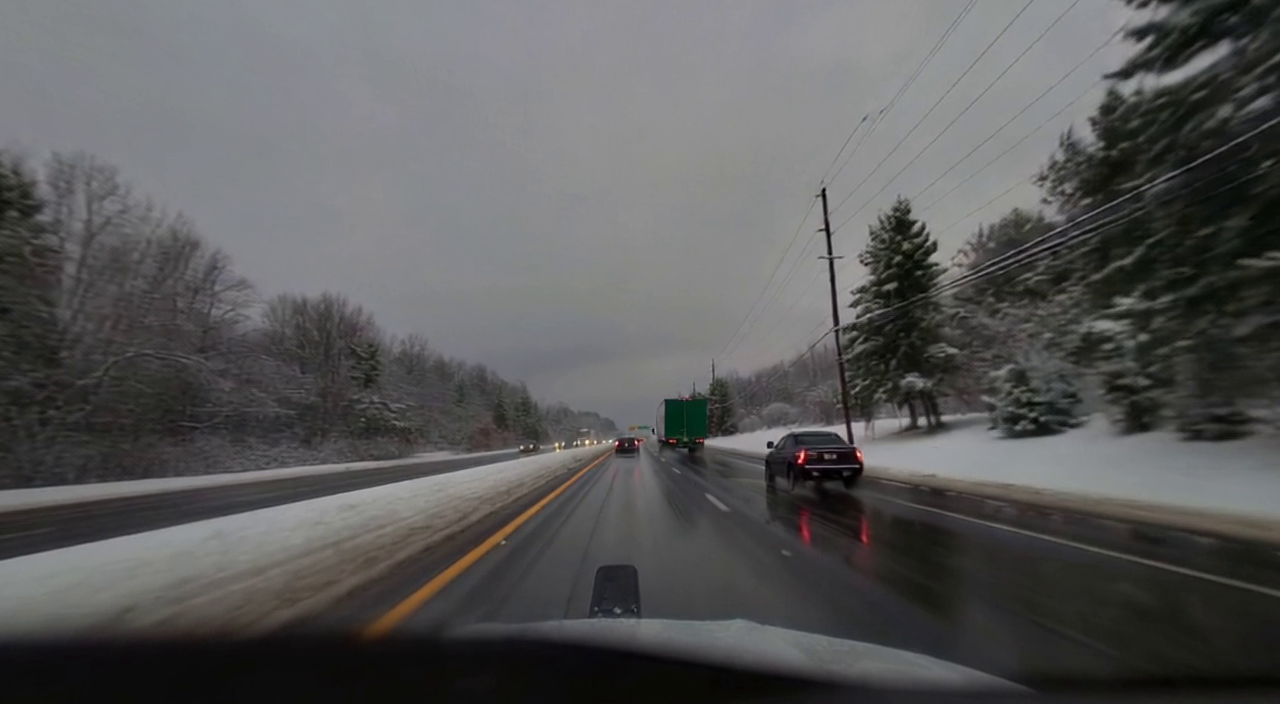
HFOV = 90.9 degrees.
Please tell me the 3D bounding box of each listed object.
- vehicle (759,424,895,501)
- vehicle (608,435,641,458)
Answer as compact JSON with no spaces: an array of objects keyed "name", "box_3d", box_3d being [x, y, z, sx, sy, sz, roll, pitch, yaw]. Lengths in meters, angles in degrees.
[{"name":"vehicle","box_3d":[4.241,2.548,15.016,1.930,1.573,3.853,0,-8,-2]},{"name":"vehicle","box_3d":[-1.019,6.354,42.490,2.163,1.466,3.693,0,-8,-1]}]
